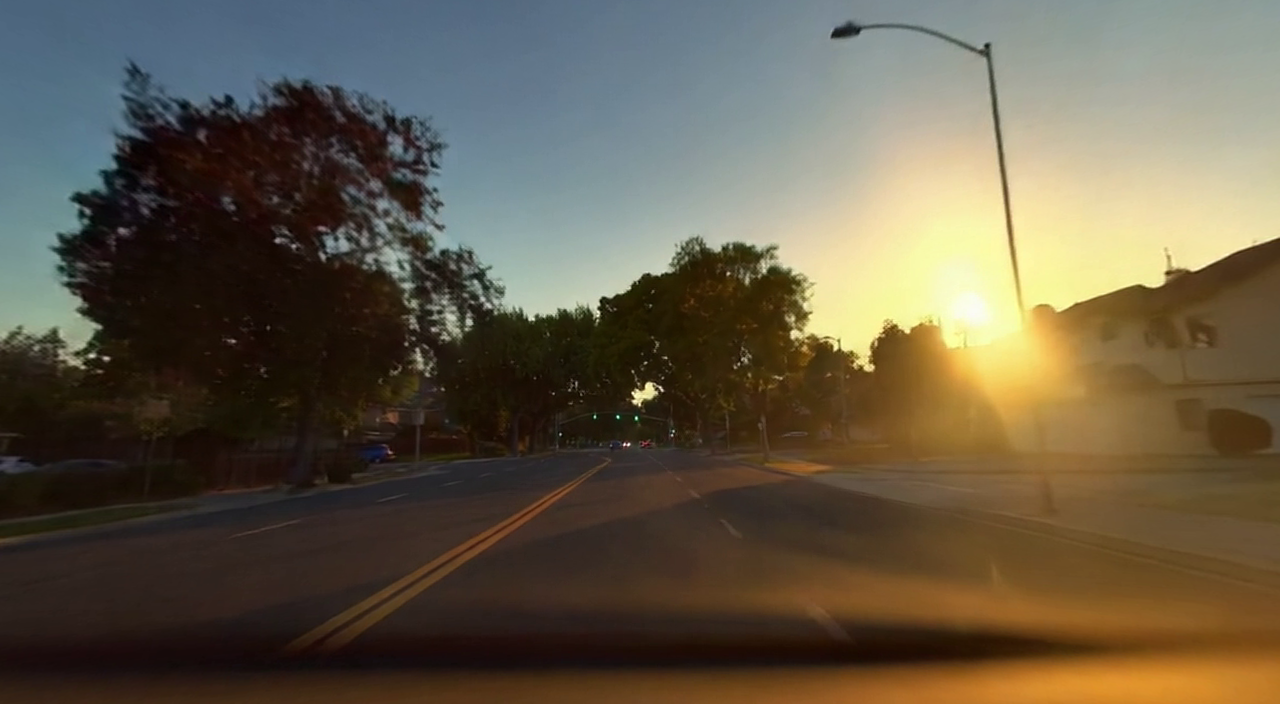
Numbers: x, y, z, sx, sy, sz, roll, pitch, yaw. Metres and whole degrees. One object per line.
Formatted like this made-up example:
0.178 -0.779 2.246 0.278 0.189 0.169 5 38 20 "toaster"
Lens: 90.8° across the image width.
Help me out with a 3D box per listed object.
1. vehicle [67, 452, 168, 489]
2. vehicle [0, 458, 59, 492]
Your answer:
-23.649 5.302 28.554 4.791 1.421 1.985 -4 -9 32 "vehicle"
-28.002 5.477 28.276 3.738 1.379 1.627 -5 -10 28 "vehicle"
